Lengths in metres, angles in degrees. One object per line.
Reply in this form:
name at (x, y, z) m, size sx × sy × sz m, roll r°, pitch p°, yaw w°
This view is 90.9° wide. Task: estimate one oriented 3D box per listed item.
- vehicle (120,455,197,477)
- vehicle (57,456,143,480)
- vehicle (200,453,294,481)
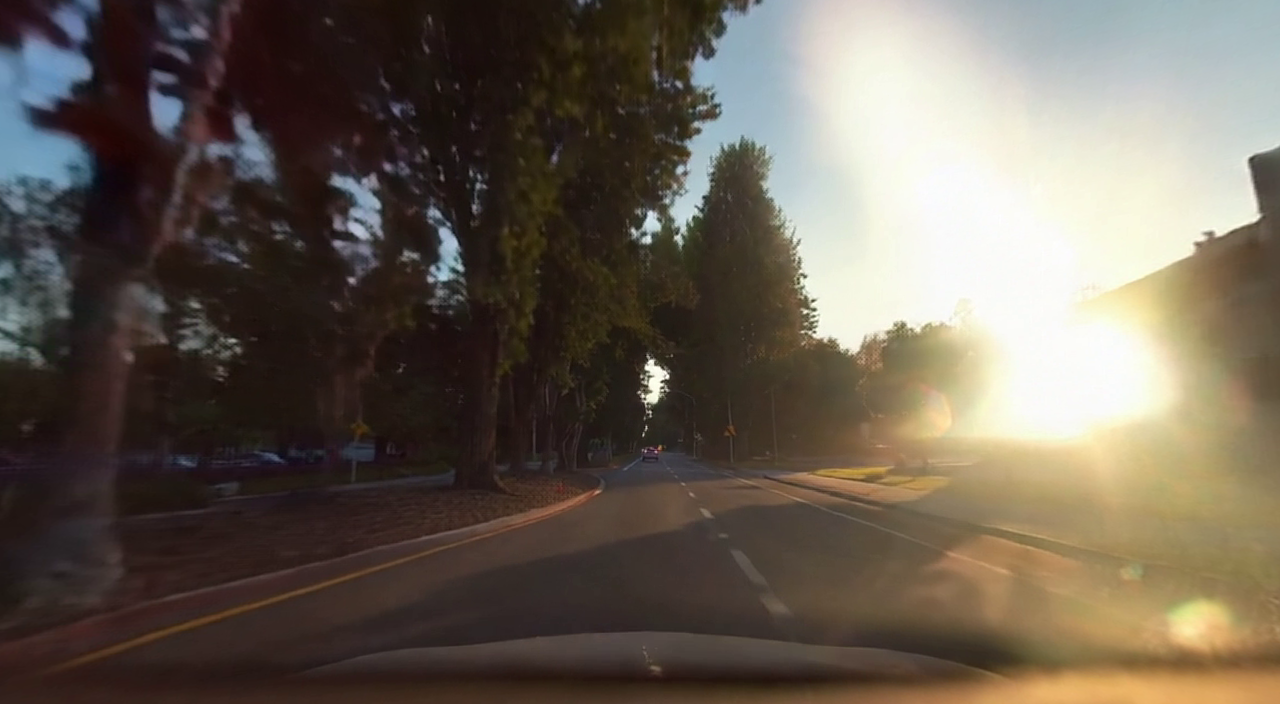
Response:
vehicle at (-37.130, 8.802, 48.660) m, size 4.378 × 1.604 × 1.989 m, roll -1°, pitch -9°, yaw 5°
vehicle at (-35.889, 7.692, 42.038) m, size 1.788 × 1.470 × 4.439 m, roll 0°, pitch -8°, yaw 0°
vehicle at (-22.676, 6.638, 36.456) m, size 4.140 × 1.556 × 1.995 m, roll -1°, pitch -8°, yaw 2°
